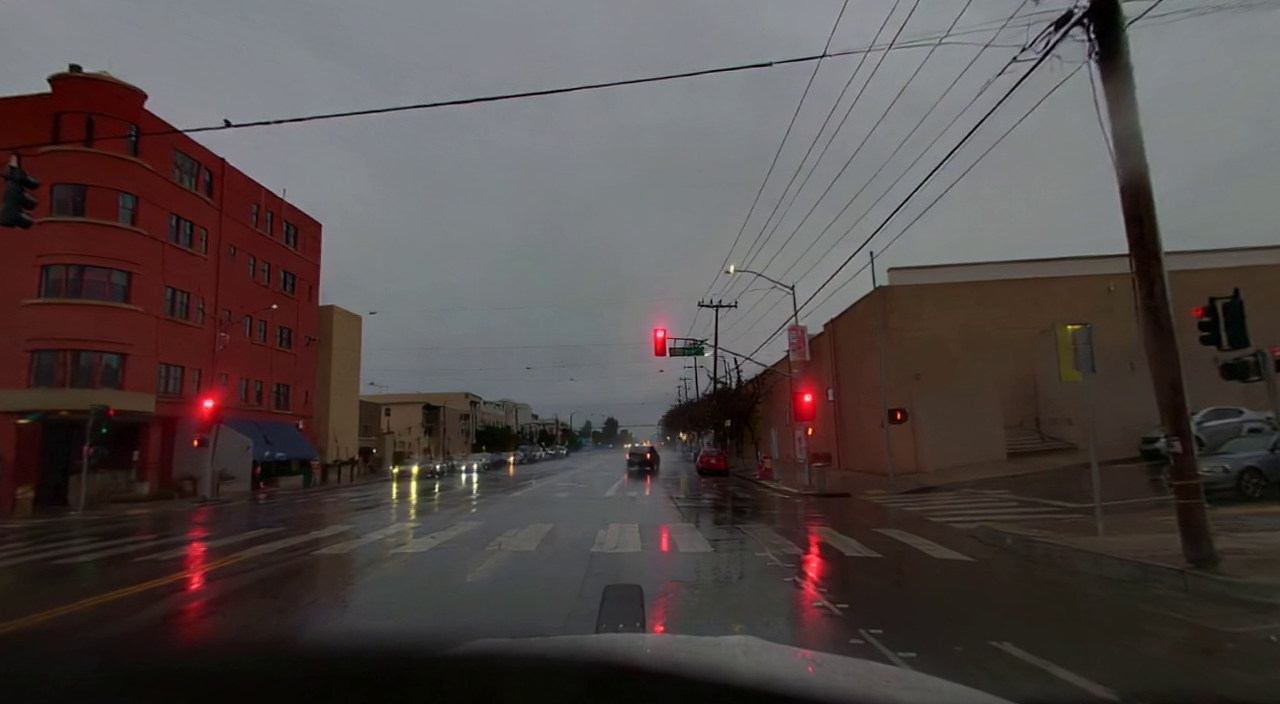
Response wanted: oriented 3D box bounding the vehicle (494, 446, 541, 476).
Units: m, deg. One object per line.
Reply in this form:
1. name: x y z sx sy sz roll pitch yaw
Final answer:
1. vehicle: -8.201 7.319 42.536 2.096 1.830 4.752 0 -9 2

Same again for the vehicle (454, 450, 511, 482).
1. vehicle: -8.720 6.326 35.292 2.020 1.672 3.842 0 -9 3

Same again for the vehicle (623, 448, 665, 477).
1. vehicle: 0.323 6.641 38.140 2.120 1.650 4.525 0 -9 5

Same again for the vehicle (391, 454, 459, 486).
1. vehicle: -12.018 6.599 35.573 1.943 1.574 4.727 0 -9 3

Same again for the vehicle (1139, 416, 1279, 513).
1. vehicle: 12.633 2.232 12.750 3.234 1.746 1.941 -3 -10 2
